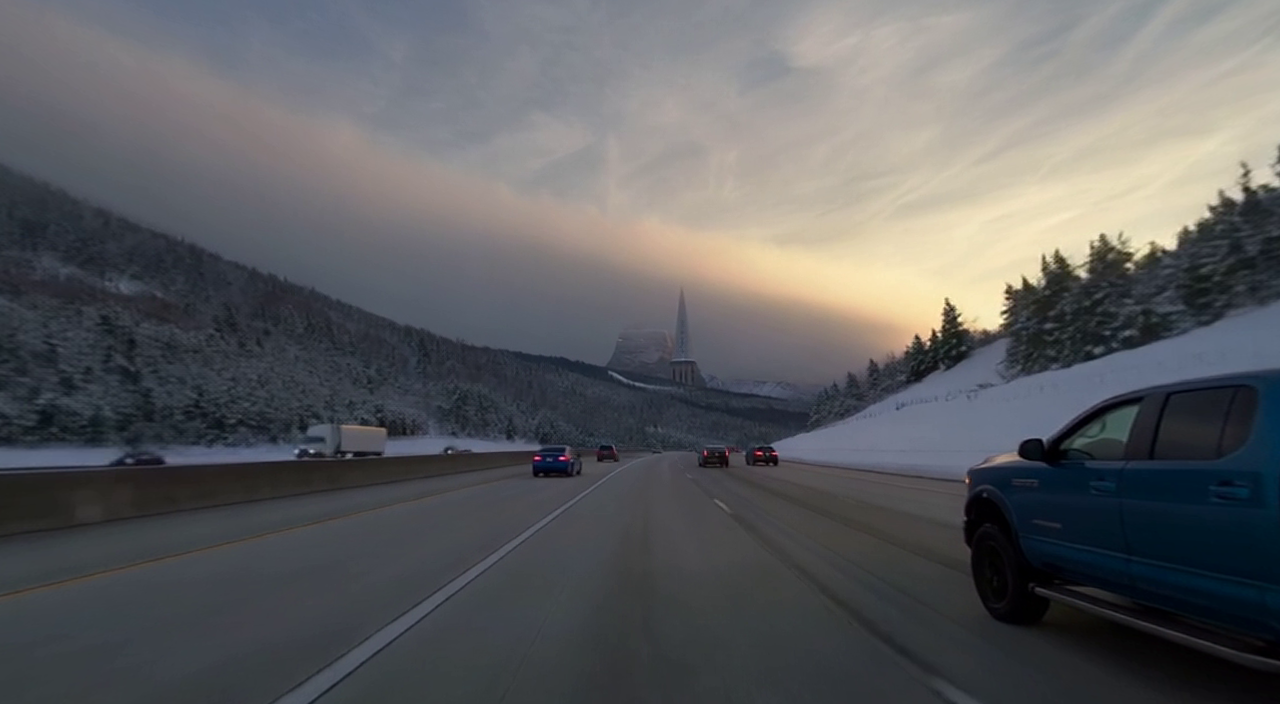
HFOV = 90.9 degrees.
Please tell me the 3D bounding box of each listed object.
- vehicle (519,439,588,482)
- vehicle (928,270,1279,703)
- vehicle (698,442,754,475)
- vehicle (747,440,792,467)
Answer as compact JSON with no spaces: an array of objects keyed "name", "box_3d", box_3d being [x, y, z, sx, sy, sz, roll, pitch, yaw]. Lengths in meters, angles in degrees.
[{"name":"vehicle","box_3d":[-3.507,4.513,26.565,2.113,1.636,4.494,-1,-8,2]},{"name":"vehicle","box_3d":[3.446,0.703,2.636,2.098,1.925,5.171,0,-8,1]},{"name":"vehicle","box_3d":[4.042,5.086,30.352,2.046,1.471,4.333,0,-8,0]},{"name":"vehicle","box_3d":[8.383,6.578,41.097,1.986,1.633,4.430,0,-8,0]}]
